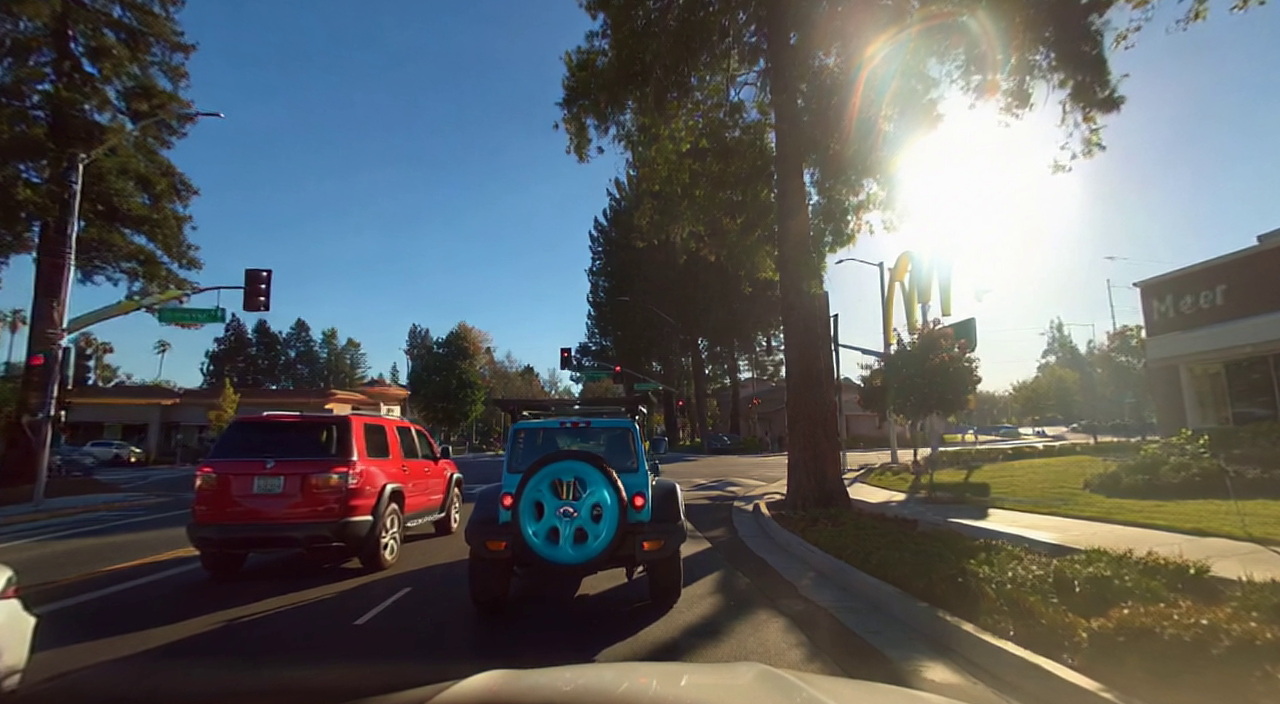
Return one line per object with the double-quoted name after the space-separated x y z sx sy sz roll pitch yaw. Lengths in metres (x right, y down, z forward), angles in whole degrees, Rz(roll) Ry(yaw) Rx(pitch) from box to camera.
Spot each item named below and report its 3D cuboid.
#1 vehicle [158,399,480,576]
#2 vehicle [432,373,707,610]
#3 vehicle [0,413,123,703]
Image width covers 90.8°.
-3.909 1.739 8.870 2.130 1.819 4.497 0 -8 0 "vehicle"
-0.616 1.479 7.557 2.224 1.923 4.643 0 -8 -1 "vehicle"
-3.888 0.778 1.234 1.941 1.479 4.541 0 -8 -1 "vehicle"
